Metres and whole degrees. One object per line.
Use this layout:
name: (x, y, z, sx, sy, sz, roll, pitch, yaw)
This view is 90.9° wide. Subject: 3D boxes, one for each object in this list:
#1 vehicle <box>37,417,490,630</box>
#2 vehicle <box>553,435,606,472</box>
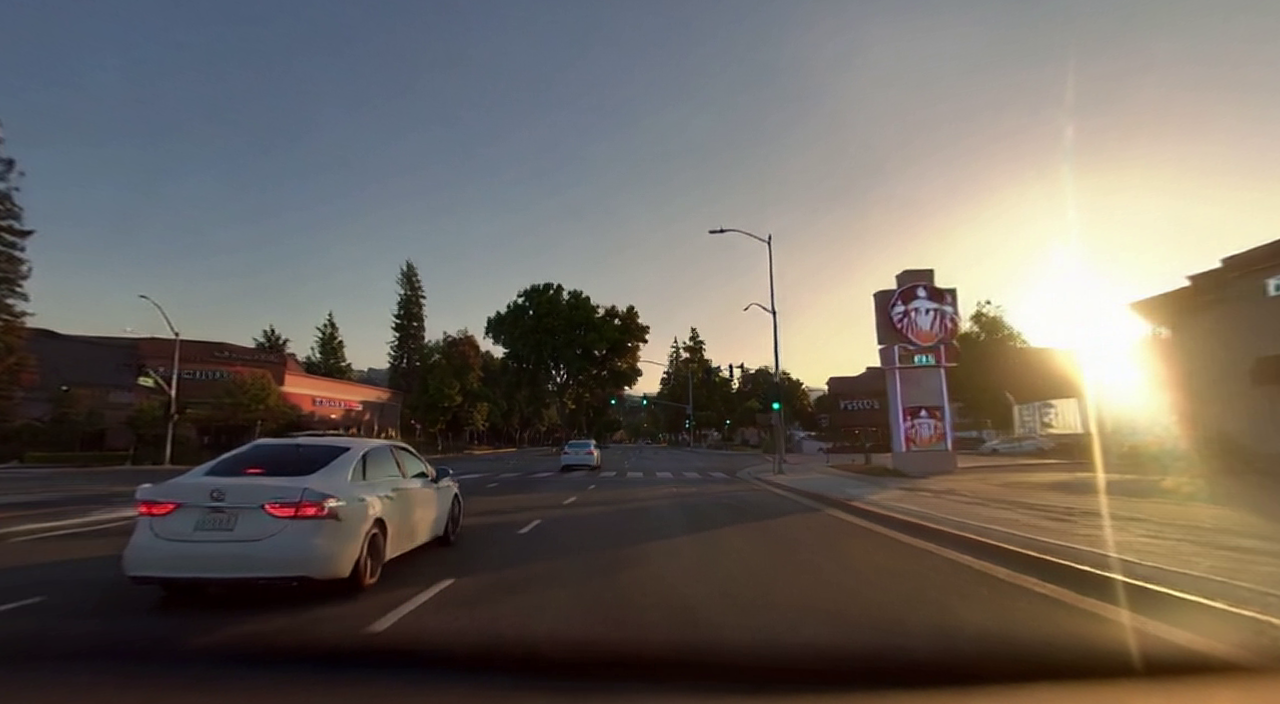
vehicle: (-3.175, 1.528, 6.676, 2.018, 1.477, 4.401, 0, -8, 1)
vehicle: (-2.904, 5.029, 31.307, 2.109, 1.692, 4.220, 0, -8, 2)
